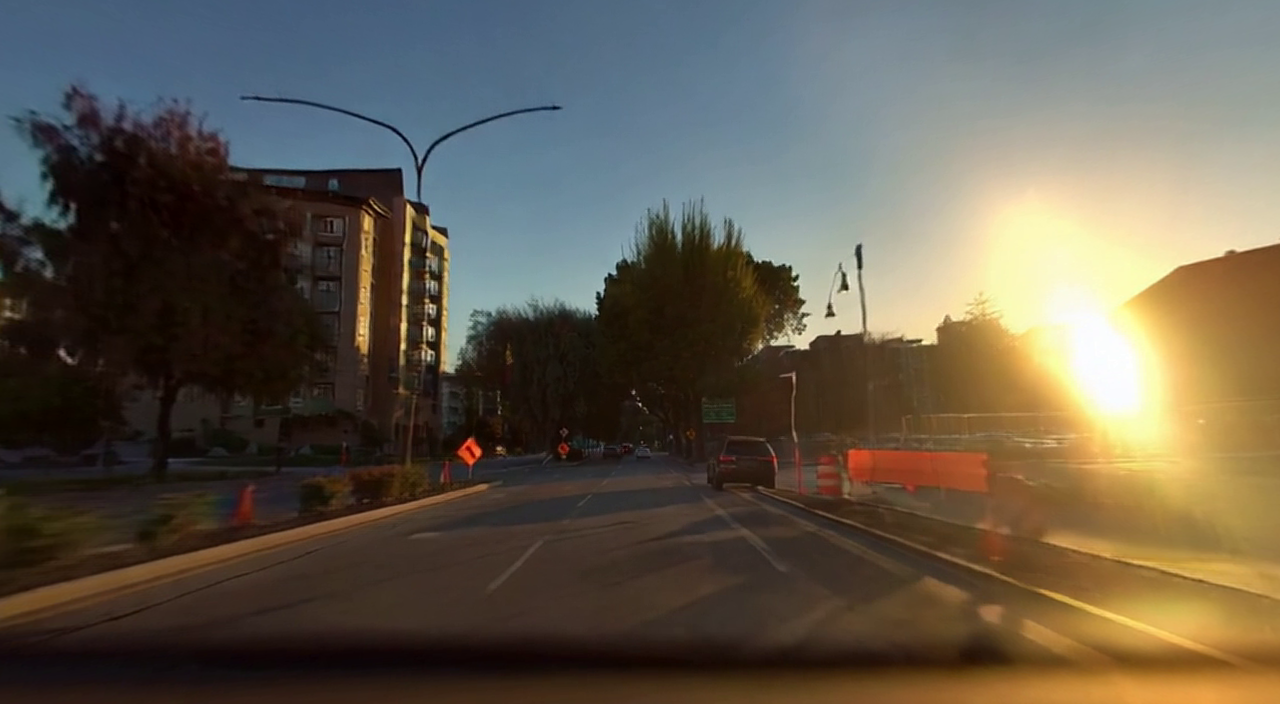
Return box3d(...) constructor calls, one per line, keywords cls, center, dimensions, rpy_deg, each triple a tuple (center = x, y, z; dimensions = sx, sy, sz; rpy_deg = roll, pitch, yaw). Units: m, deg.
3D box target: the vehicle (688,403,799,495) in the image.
box3d(cls="vehicle", center=(3.240, 3.127, 20.628), dimensions=(2.849, 2.686, 3.176), rpy_deg=(0, -8, -4))
